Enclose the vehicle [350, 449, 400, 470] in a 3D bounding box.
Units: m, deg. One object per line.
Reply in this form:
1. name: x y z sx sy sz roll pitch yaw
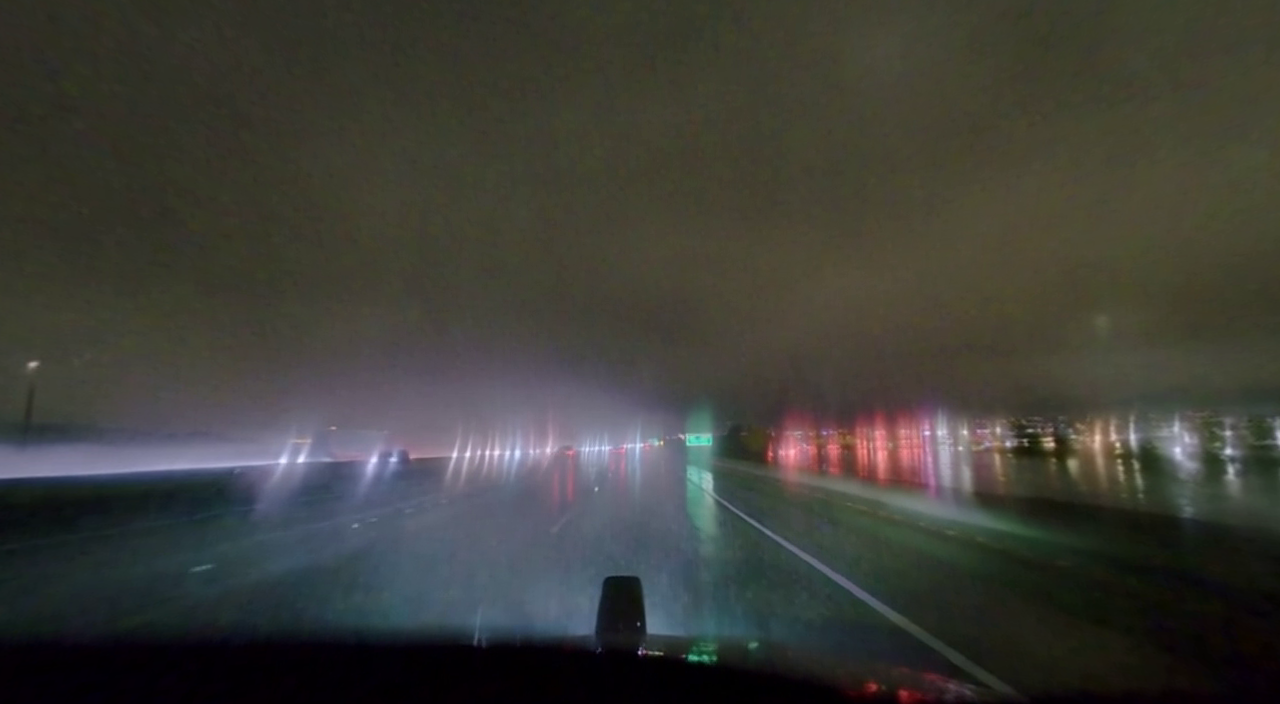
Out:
1. vehicle: -20.588 8.356 49.040 1.992 1.481 4.283 0 -9 1
